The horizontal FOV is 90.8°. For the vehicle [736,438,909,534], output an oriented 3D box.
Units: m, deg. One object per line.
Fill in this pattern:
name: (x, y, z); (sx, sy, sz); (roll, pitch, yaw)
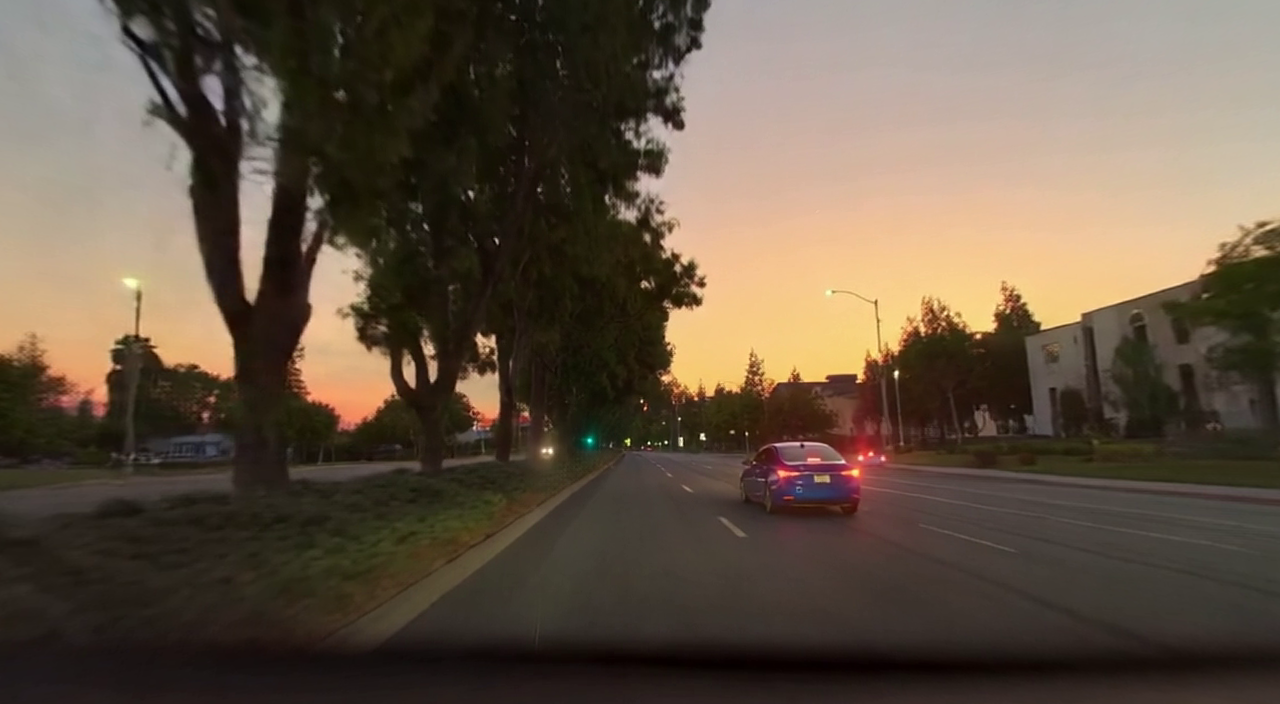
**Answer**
vehicle: (3.169, 2.417, 12.021); (1.950, 1.473, 4.259); (0, -9, -1)
